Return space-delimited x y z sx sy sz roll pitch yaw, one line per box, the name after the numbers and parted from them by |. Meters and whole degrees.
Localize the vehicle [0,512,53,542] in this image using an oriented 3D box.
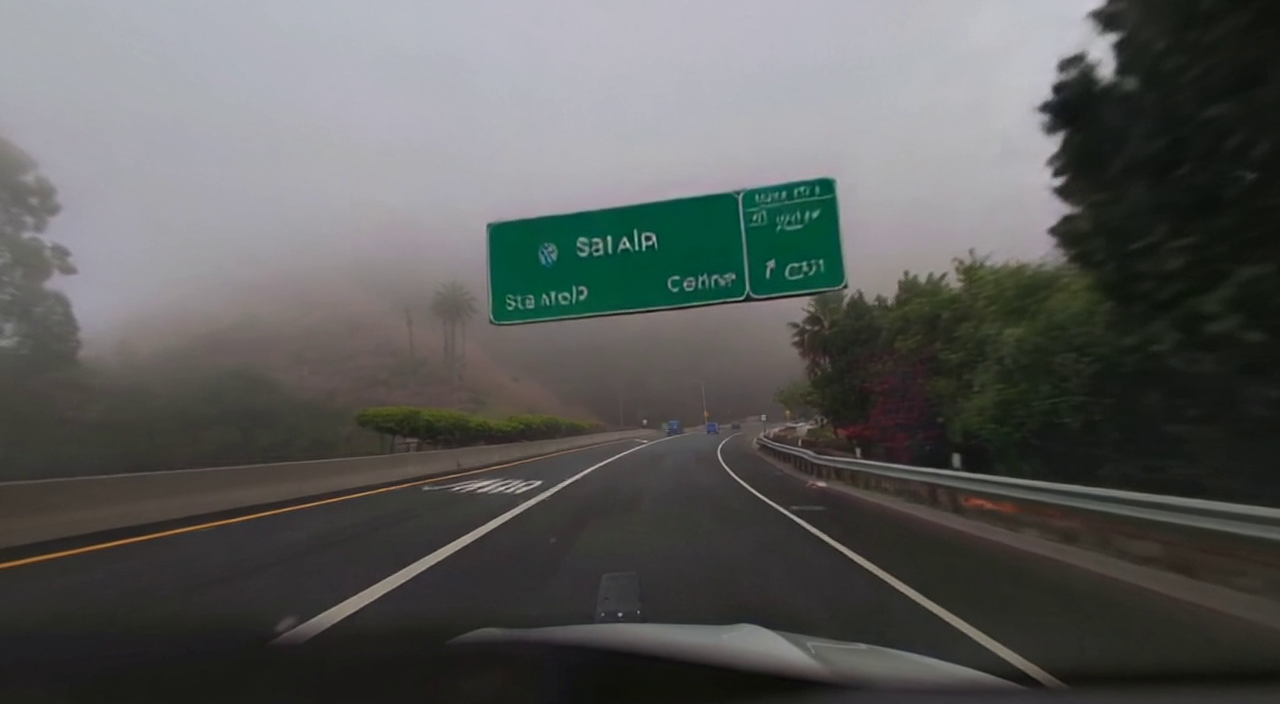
-42.150 11.700 42.289 1.772 1.502 4.002 -1 -8 1 | vehicle
